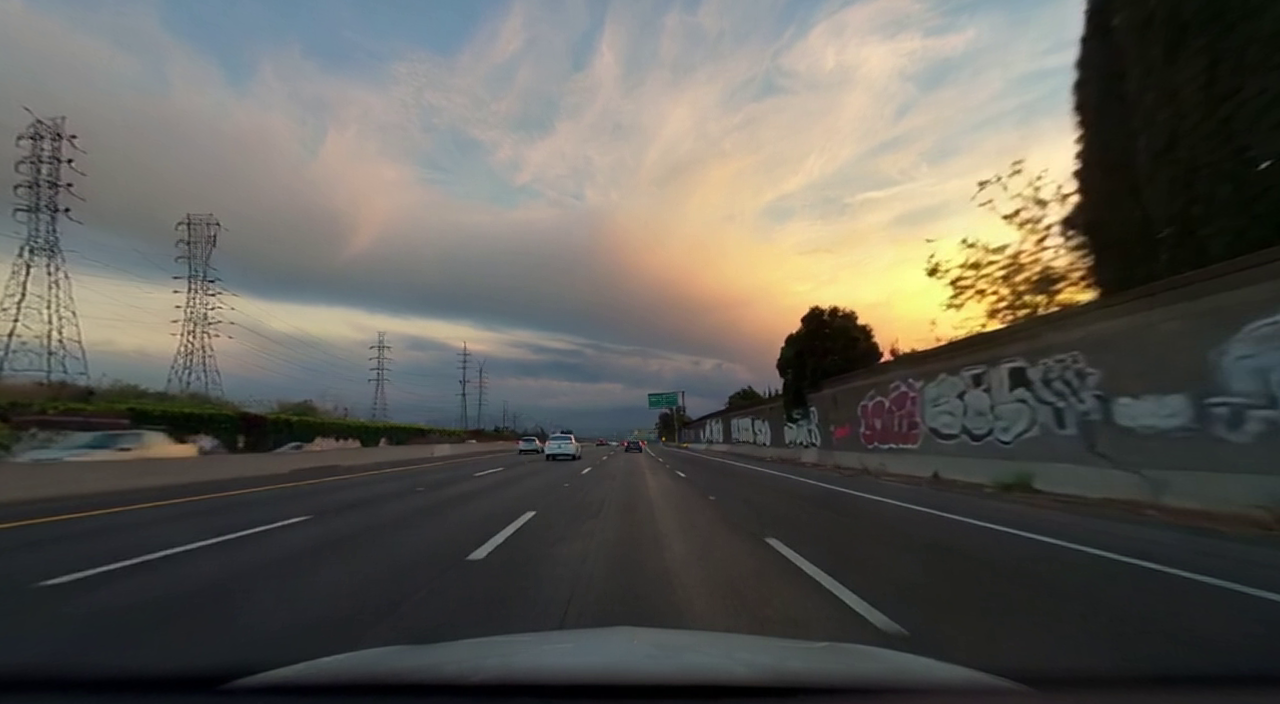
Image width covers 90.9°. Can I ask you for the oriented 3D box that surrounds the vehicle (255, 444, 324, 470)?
[{"bbox_3d":[-21.161,6.322,38.256,1.787,1.436,4.133,0,-8,0],"label":"vehicle"}]

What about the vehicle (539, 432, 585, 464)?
[{"bbox_3d":[-4.301,5.343,35.274,2.118,1.640,4.031,0,-8,0],"label":"vehicle"}]

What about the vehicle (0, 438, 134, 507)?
[{"bbox_3d":[-15.624,2.994,16.137,1.929,1.531,4.100,0,-8,-1],"label":"vehicle"}]

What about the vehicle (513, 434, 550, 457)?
[{"bbox_3d":[-8.157,7.059,47.590,2.033,1.615,4.168,0,-8,0],"label":"vehicle"}]
